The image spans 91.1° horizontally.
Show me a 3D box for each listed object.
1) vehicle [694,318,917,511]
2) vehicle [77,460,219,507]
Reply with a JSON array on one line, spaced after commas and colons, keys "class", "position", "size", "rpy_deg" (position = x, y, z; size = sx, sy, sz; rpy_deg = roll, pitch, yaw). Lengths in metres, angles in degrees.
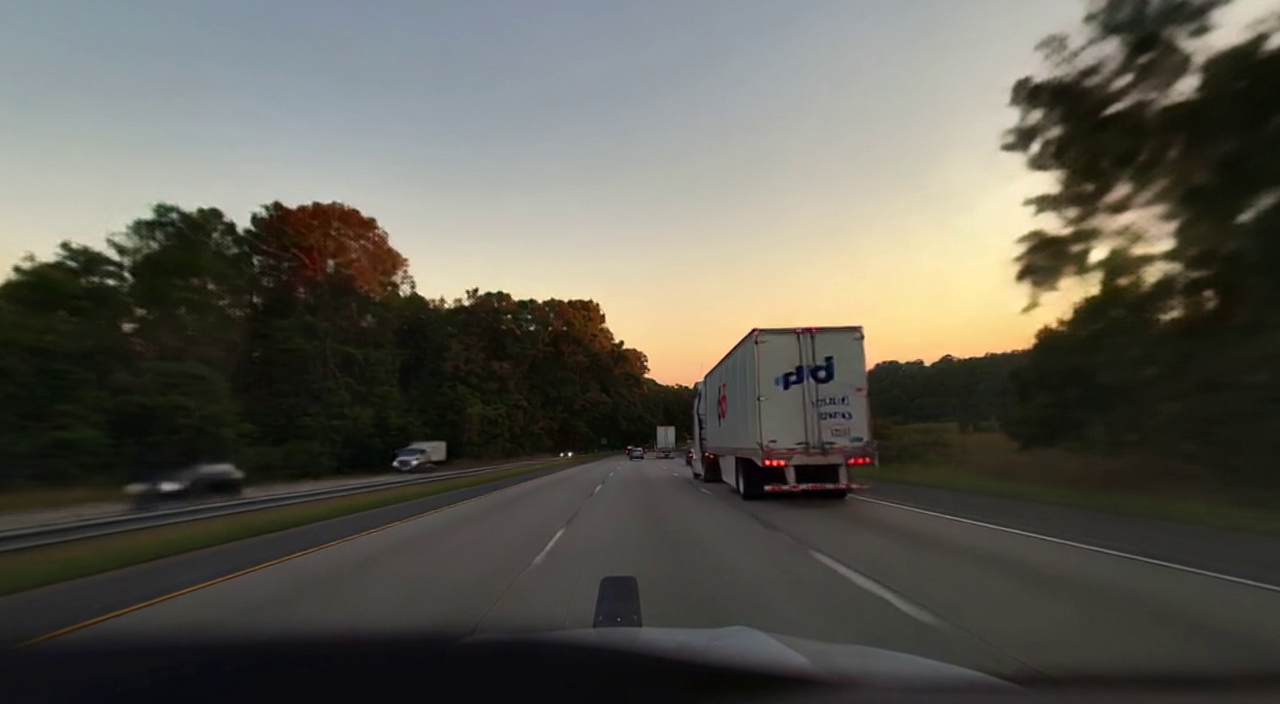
[{"class": "vehicle", "position": [4.018, 2.340, 20.101], "size": [2.973, 4.007, 14.076], "rpy_deg": [0, -9, -1]}, {"class": "vehicle", "position": [-17.135, 4.564, 22.189], "size": [1.810, 1.438, 3.987], "rpy_deg": [0, -9, -1]}]
